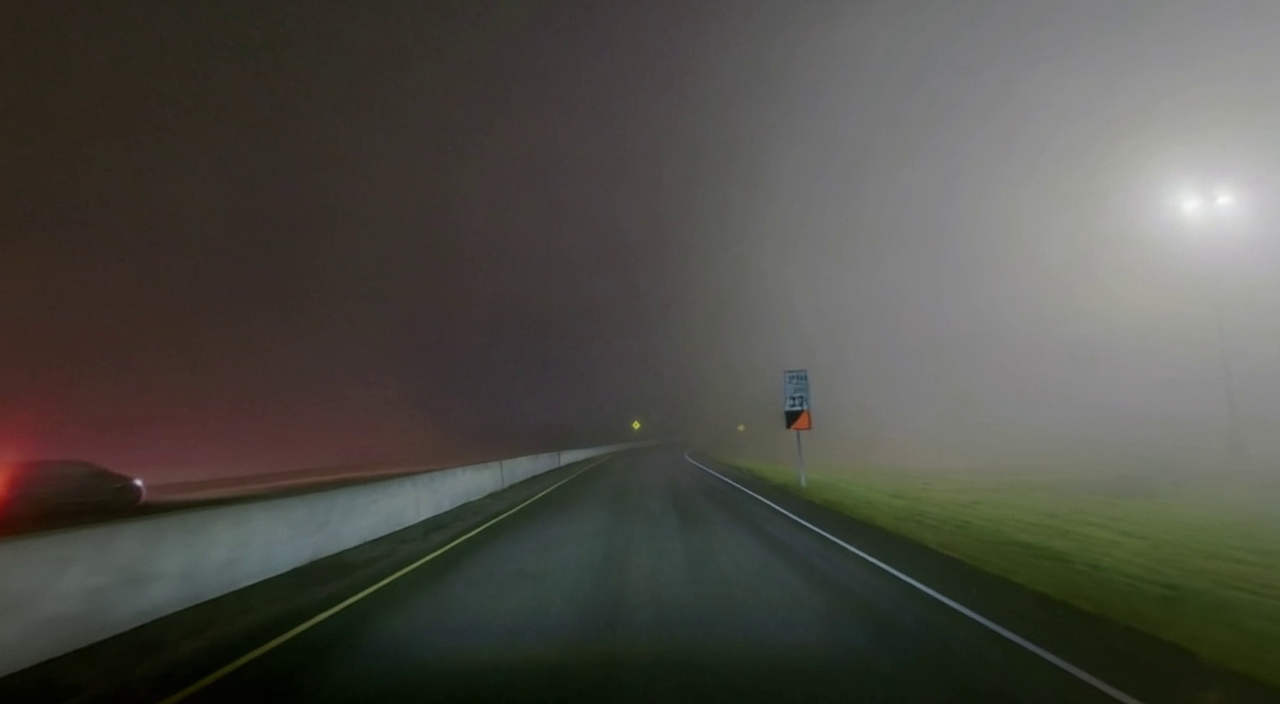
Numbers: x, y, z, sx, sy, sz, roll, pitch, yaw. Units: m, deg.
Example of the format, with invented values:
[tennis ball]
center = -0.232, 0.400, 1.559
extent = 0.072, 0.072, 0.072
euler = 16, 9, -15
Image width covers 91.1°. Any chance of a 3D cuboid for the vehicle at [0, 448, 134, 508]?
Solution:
[vehicle]
center = -18.202, 3.724, 19.028
extent = 1.880, 1.509, 4.775
euler = 0, -8, -1
